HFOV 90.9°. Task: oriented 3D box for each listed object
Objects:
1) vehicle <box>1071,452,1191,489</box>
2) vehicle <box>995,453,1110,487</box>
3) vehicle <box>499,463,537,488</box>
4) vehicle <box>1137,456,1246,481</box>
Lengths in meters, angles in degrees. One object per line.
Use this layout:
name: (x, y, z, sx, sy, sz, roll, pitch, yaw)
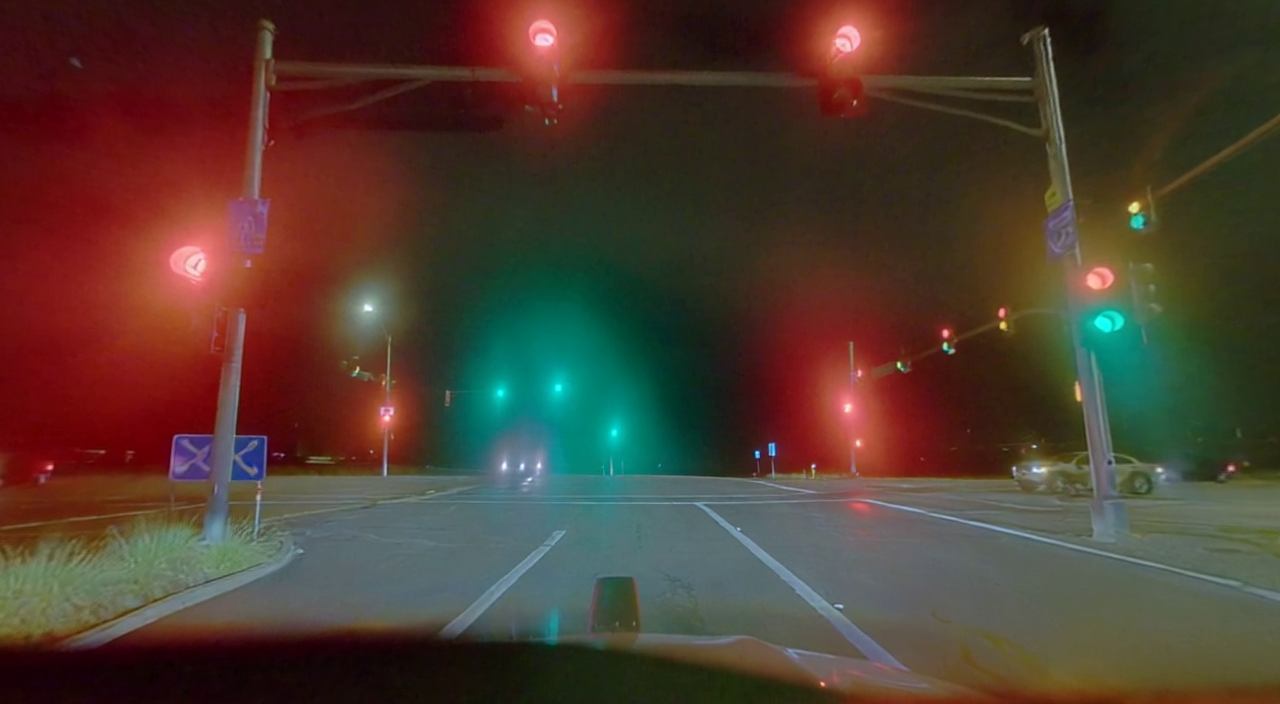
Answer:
vehicle: (22.672, 5.465, 29.189, 3.998, 1.590, 1.936, 1, -11, -6)
vehicle: (21.171, 6.112, 32.466, 4.455, 1.647, 2.124, 1, -12, -6)
vehicle: (-9.033, 9.201, 46.941, 2.045, 1.608, 3.709, 0, -8, 1)
vehicle: (33.505, 7.104, 38.410, 4.555, 1.474, 1.914, -1, -11, 8)
